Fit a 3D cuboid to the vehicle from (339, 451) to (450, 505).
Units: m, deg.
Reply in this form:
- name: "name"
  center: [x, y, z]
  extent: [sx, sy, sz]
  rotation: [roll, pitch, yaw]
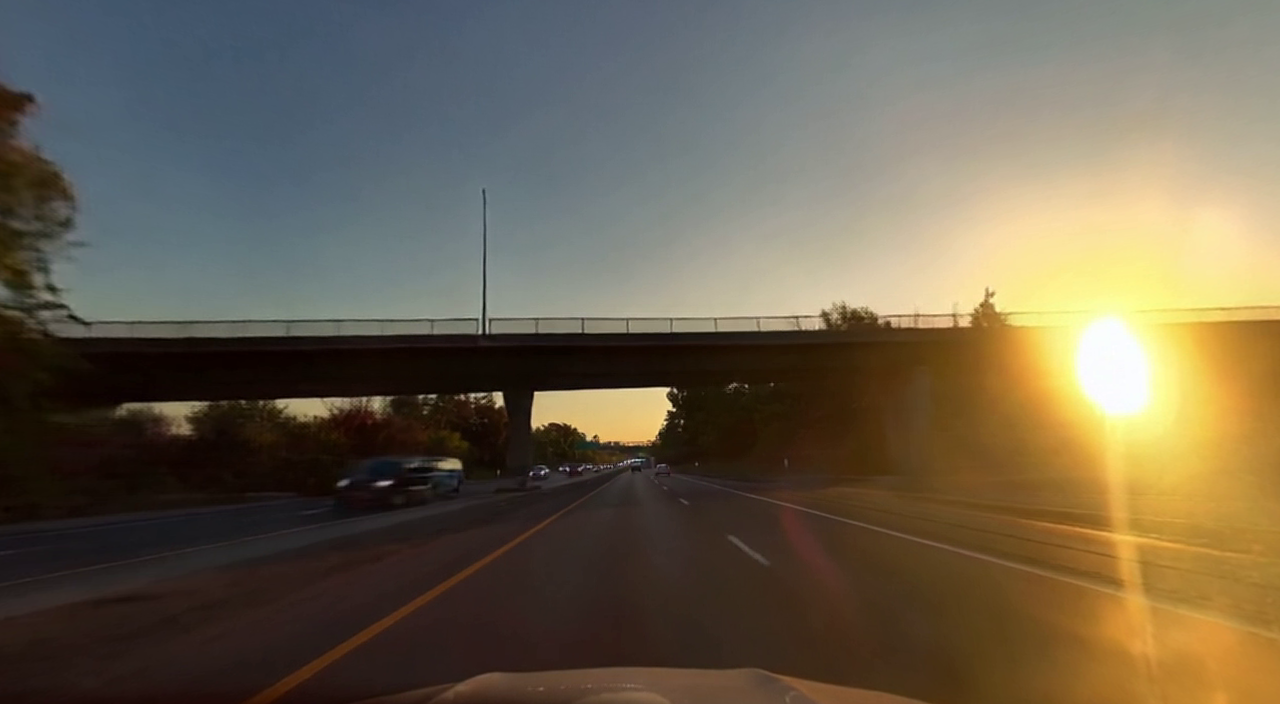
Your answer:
- name: "vehicle"
  center: [-9.204, 4.778, 24.088]
  extent: [2.150, 1.806, 5.014]
  rotation: [1, -10, 1]
